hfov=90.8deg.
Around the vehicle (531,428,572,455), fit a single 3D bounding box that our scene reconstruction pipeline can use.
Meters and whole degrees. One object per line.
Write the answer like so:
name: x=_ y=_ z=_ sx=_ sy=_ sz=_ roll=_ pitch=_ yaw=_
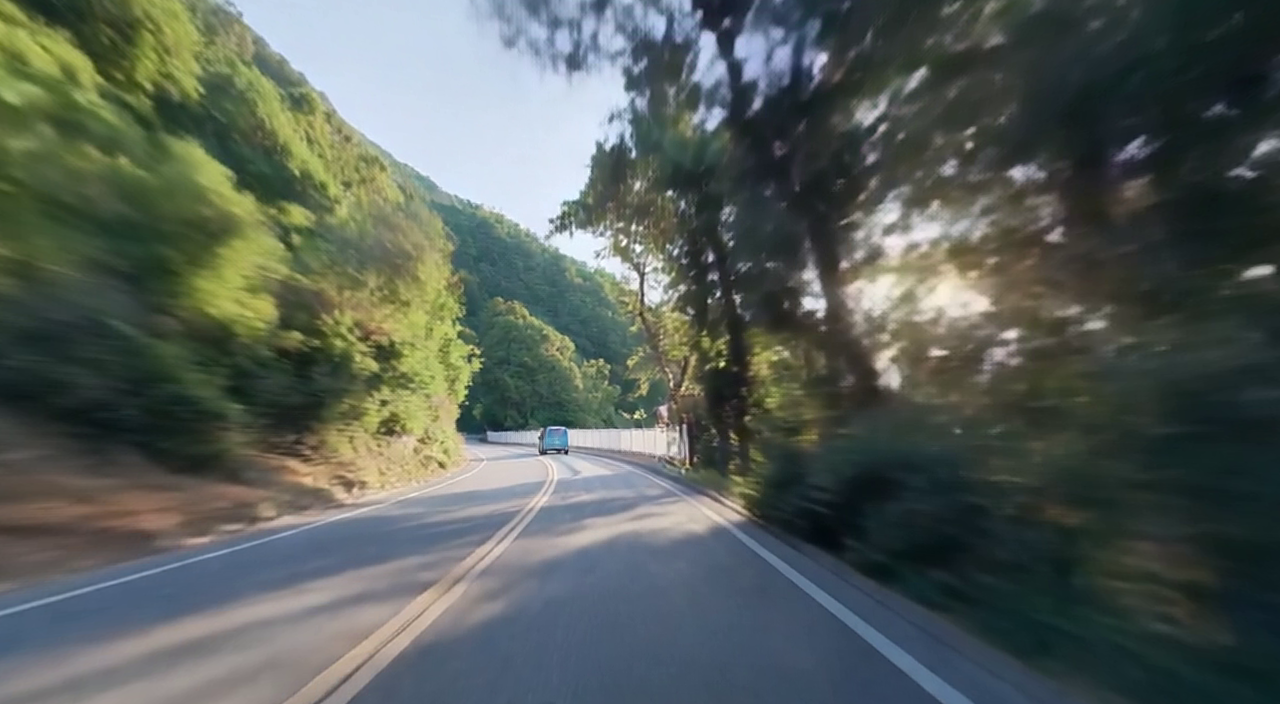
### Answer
vehicle: x=-6.967 y=6.990 z=49.309 sx=2.439 sy=1.912 sz=5.605 roll=2 pitch=-8 yaw=-15
